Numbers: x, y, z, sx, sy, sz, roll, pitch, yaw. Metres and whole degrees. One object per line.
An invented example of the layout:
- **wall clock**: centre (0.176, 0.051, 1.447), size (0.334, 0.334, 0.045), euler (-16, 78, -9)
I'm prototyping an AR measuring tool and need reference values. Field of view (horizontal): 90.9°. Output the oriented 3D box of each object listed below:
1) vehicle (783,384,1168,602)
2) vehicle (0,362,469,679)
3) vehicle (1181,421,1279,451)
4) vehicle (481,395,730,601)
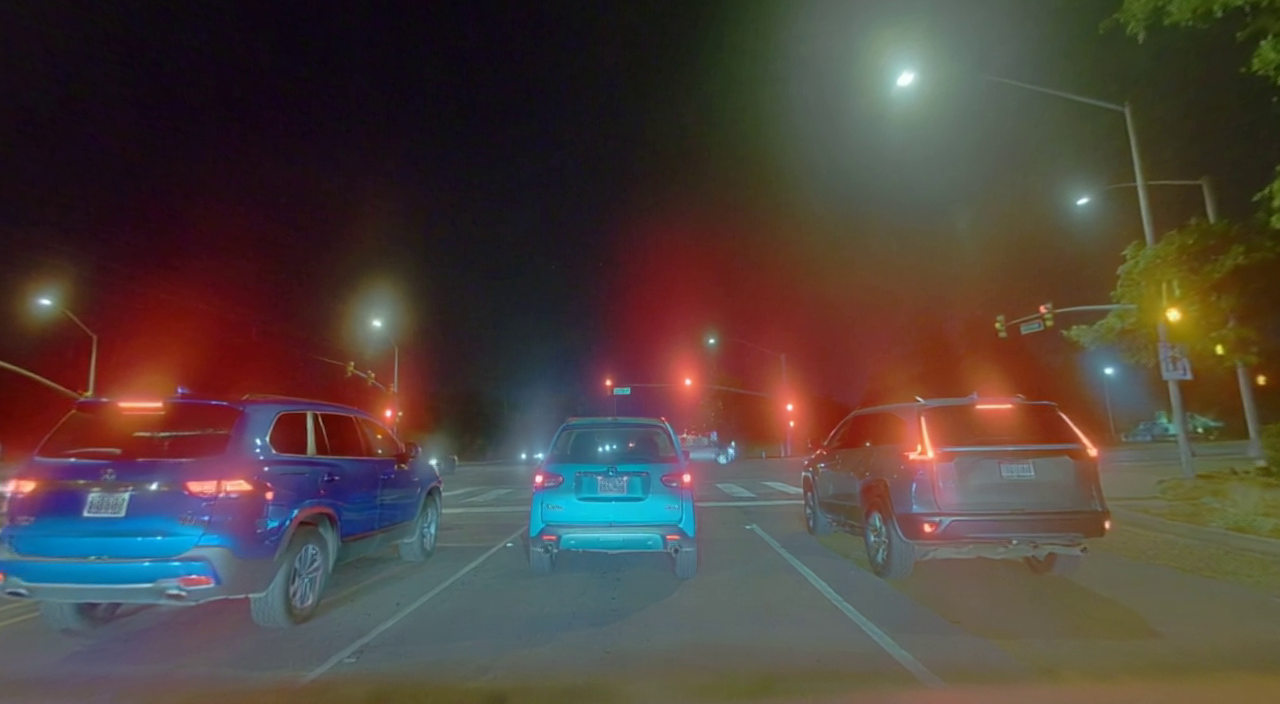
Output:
- **vehicle**: centre (3.272, 1.486, 7.510), size (2.083, 1.779, 4.532), euler (0, -8, 0)
- **vehicle**: centre (-3.281, 1.283, 5.895), size (2.047, 1.810, 4.414), euler (0, -8, 1)
- **vehicle**: centre (32.788, 4.654, 34.762), size (4.175, 1.634, 1.877), euler (1, -8, -4)
- **vehicle**: centre (-0.239, 1.512, 7.319), size (2.067, 1.702, 3.987), euler (0, -8, 2)
